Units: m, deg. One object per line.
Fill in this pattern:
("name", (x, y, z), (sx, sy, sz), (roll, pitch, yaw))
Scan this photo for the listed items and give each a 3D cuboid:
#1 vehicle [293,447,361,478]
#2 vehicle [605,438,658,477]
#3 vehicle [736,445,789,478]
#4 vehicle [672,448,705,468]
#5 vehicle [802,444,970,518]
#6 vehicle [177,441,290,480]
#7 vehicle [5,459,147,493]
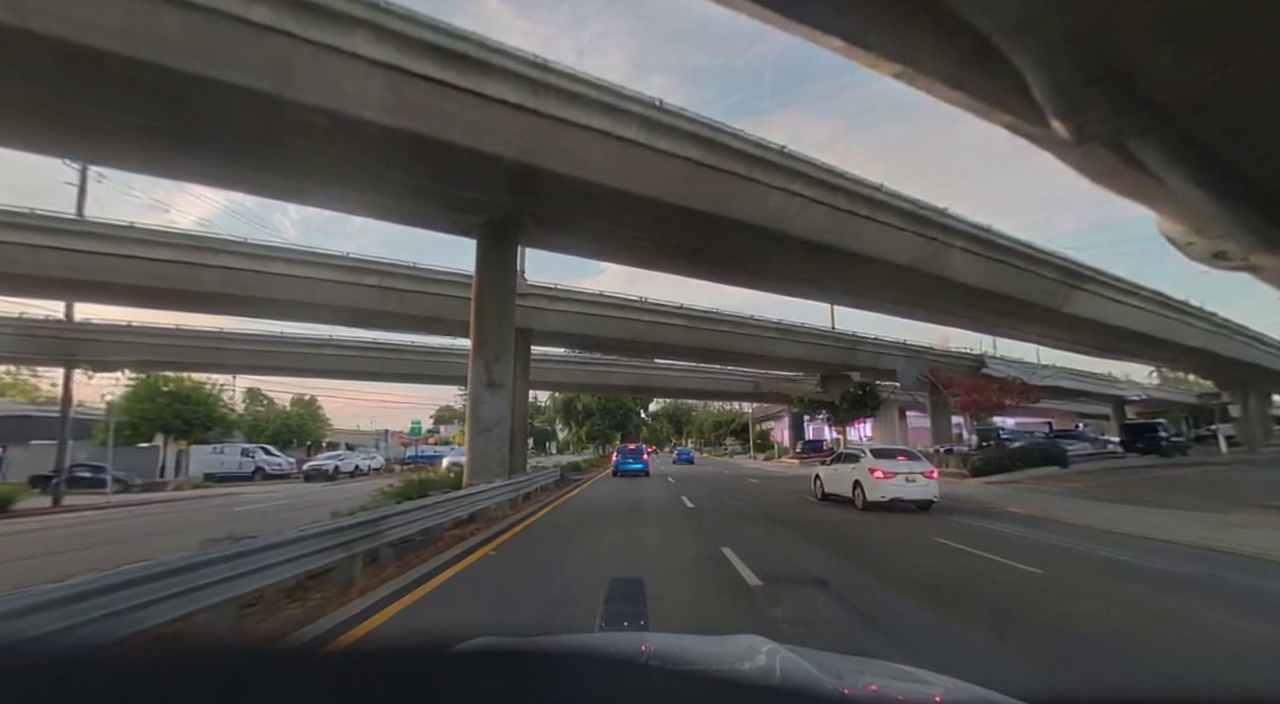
("vehicle", (-19.618, 6.932, 39.727), (1.989, 1.820, 4.427), (0, -9, -1))
("vehicle", (-0.379, 5.251, 31.588), (2.441, 1.813, 4.581), (0, -9, 0))
("vehicle", (6.559, 5.887, 34.286), (1.974, 1.663, 4.299), (0, -9, -1))
("vehicle", (3.627, 7.988, 47.707), (2.126, 1.375, 4.241), (0, -9, -1))
("vehicle", (5.582, 2.963, 15.091), (1.954, 1.479, 4.557), (0, -9, -3))
("vehicle", (-25.271, 6.769, 39.692), (2.510, 2.180, 7.492), (0, -9, -4))
("vehicle", (-26.916, 5.909, 30.305), (4.582, 1.429, 1.962), (3, -9, -20))
